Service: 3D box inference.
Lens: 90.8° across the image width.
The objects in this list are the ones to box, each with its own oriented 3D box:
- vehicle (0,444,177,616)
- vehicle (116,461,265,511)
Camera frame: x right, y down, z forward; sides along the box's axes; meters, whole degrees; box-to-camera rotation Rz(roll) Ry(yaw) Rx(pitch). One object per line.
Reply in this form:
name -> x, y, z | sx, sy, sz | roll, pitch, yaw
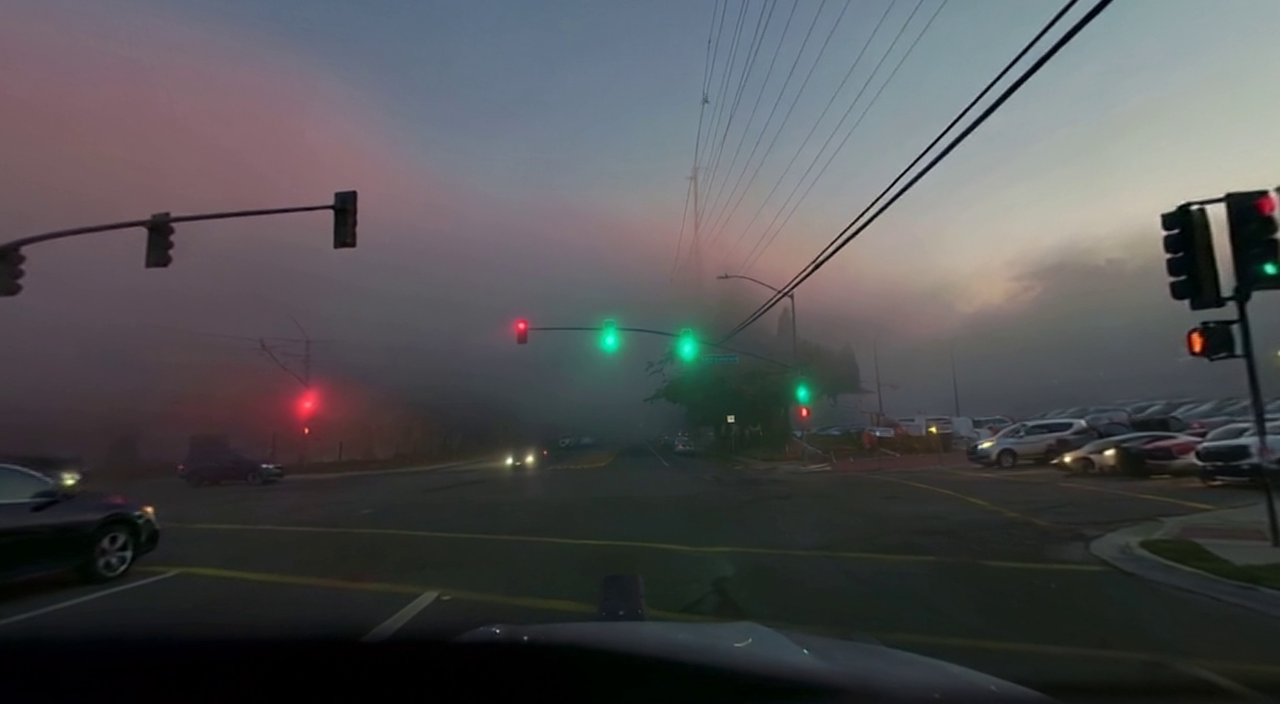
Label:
vehicle -> -6.431, 1.527, 5.365 | 1.928, 1.451, 4.219 | 0, -9, -3
vehicle -> -17.206, 5.127, 24.358 | 4.298, 1.466, 1.921 | -4, -9, -2
